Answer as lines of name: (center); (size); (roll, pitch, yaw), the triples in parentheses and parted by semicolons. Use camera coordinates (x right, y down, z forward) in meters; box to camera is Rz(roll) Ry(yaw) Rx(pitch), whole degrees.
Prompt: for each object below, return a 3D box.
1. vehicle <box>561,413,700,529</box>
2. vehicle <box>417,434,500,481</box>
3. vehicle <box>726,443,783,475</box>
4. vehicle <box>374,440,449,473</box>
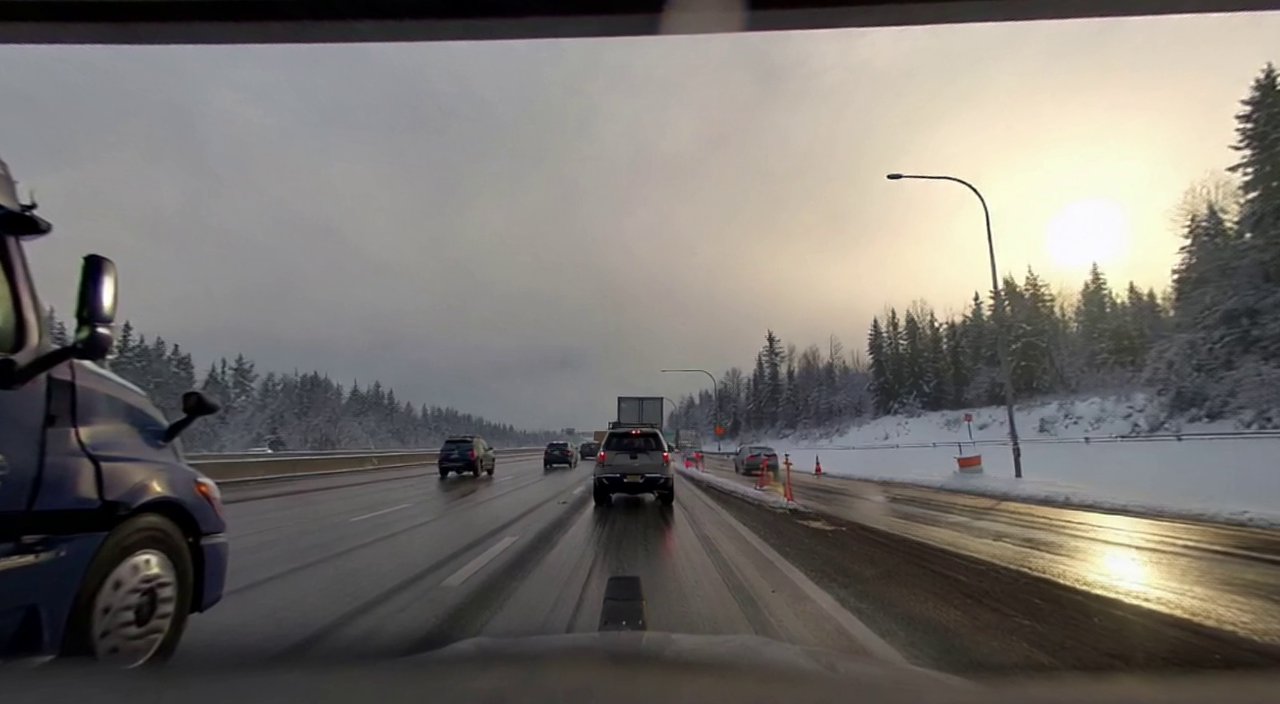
vehicle: (-0.152, 2.152, 11.827); (2.152, 1.779, 3.924); (0, -9, 0)
vehicle: (-7.198, 4.218, 25.534); (1.950, 1.716, 4.436); (0, -9, 1)
vehicle: (5.776, 5.447, 32.278); (1.918, 1.479, 4.571); (0, -9, -2)
vehicle: (-11.263, 5.189, 31.430); (1.985, 1.496, 4.583); (0, -9, 1)
